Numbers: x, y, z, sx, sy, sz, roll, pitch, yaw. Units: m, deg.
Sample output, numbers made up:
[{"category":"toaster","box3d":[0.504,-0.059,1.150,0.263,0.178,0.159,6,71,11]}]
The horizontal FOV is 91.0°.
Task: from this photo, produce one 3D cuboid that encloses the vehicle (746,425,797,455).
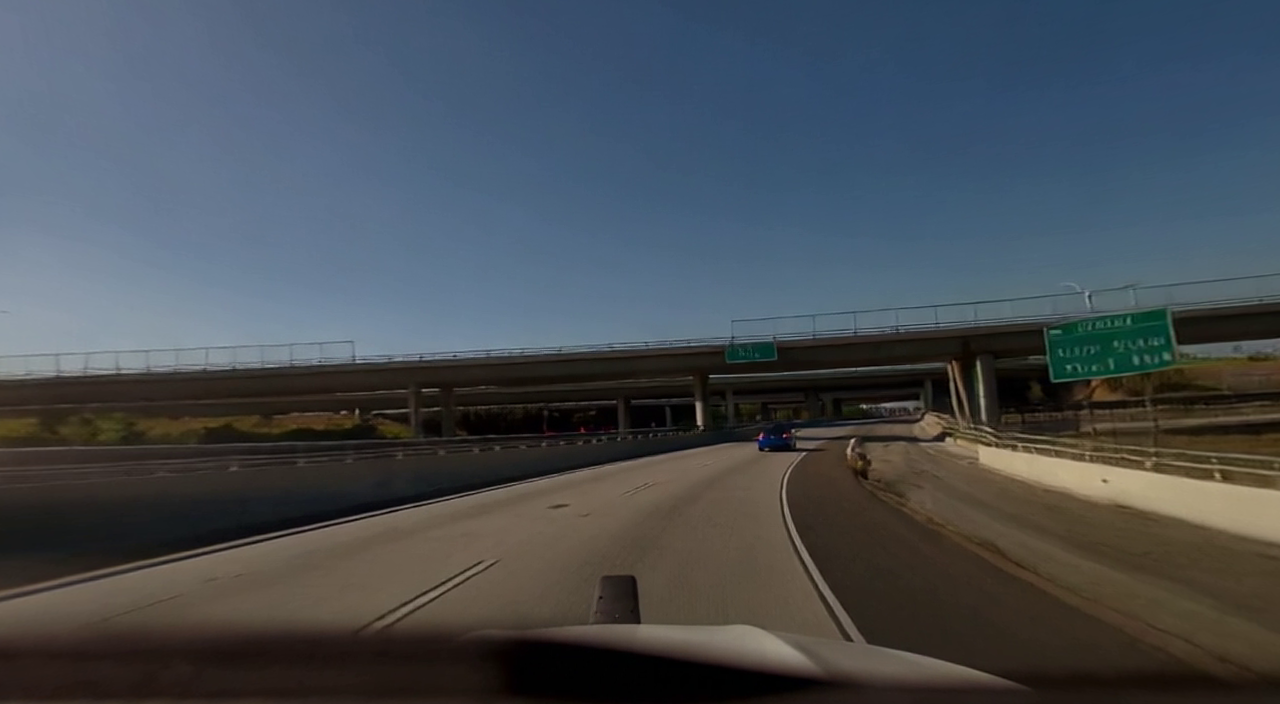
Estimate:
[{"category":"vehicle","box3d":[6.819,4.497,32.304,2.028,1.440,3.970,-2,-8,19]}]
